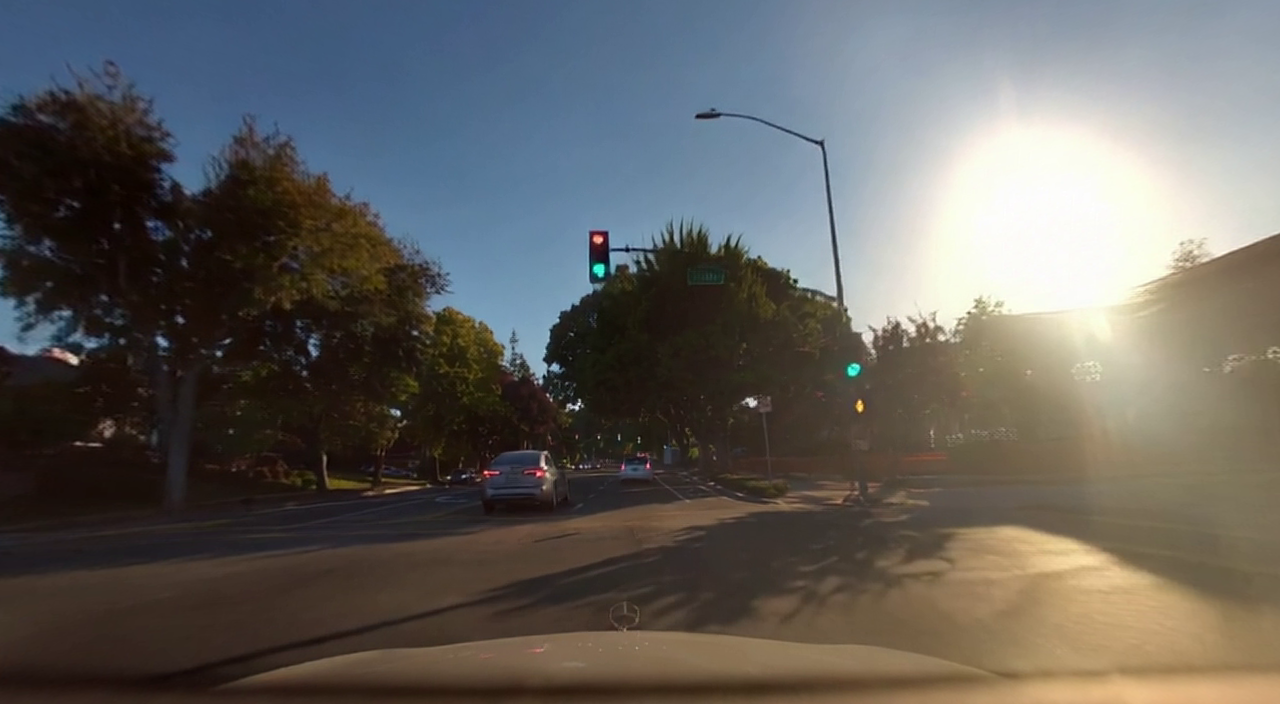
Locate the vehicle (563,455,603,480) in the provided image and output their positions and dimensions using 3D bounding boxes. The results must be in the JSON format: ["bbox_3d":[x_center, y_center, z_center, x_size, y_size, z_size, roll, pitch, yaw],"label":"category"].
[{"bbox_3d":[-3.776,7.774,42.737,2.268,1.522,4.350,0,-8,0],"label":"vehicle"}]

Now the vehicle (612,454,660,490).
[{"bbox_3d":[-0.164,5.521,29.351,2.062,1.518,3.901,0,-8,0],"label":"vehicle"}]

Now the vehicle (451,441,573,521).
[{"bbox_3d":[-3.119,3.227,16.482,2.157,1.771,4.452,0,-8,1],"label":"vehicle"}]
